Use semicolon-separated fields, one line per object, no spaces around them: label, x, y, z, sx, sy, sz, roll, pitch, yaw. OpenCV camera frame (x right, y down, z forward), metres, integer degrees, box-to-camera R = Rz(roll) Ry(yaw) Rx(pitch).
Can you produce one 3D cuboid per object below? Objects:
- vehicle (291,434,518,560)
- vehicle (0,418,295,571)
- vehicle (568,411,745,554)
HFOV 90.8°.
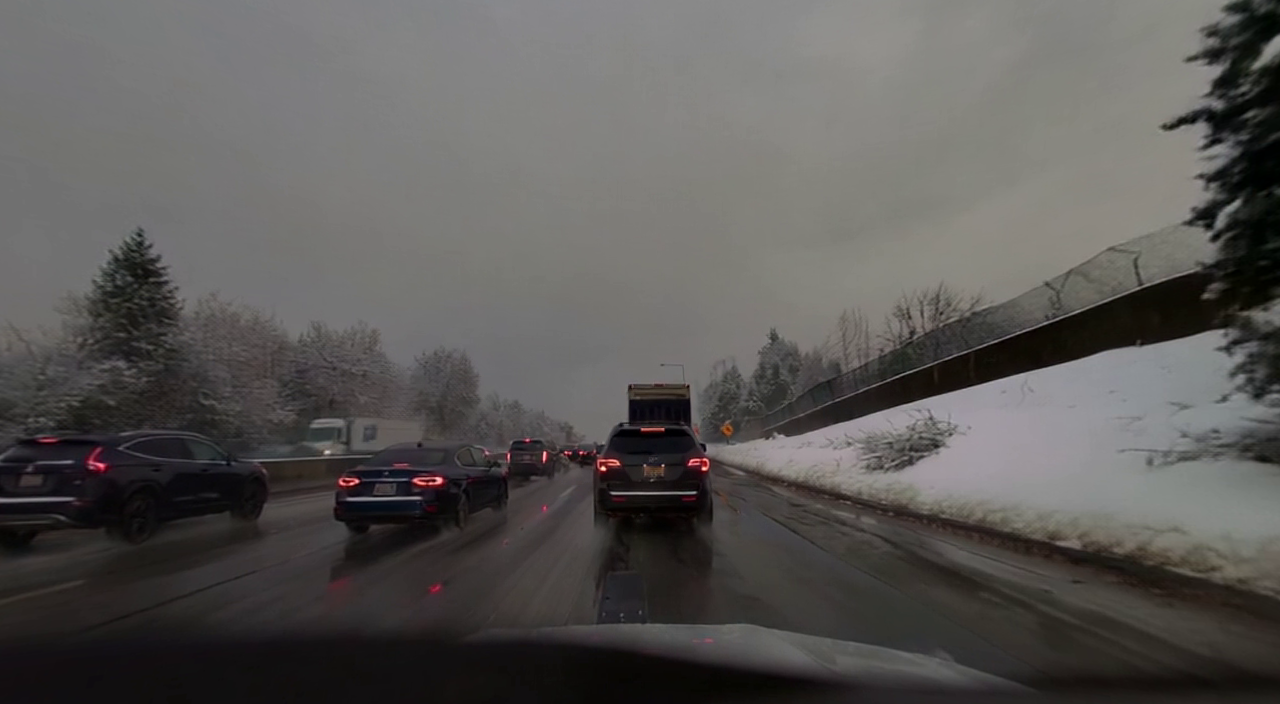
vehicle;-3.249;2.075;9.698;1.917;1.506;3.949;0;-9;1
vehicle;-7.468;1.957;9.429;1.986;1.700;4.558;0;-9;0
vehicle;0.164;2.047;10.601;2.210;1.760;5.303;0;-9;-1
